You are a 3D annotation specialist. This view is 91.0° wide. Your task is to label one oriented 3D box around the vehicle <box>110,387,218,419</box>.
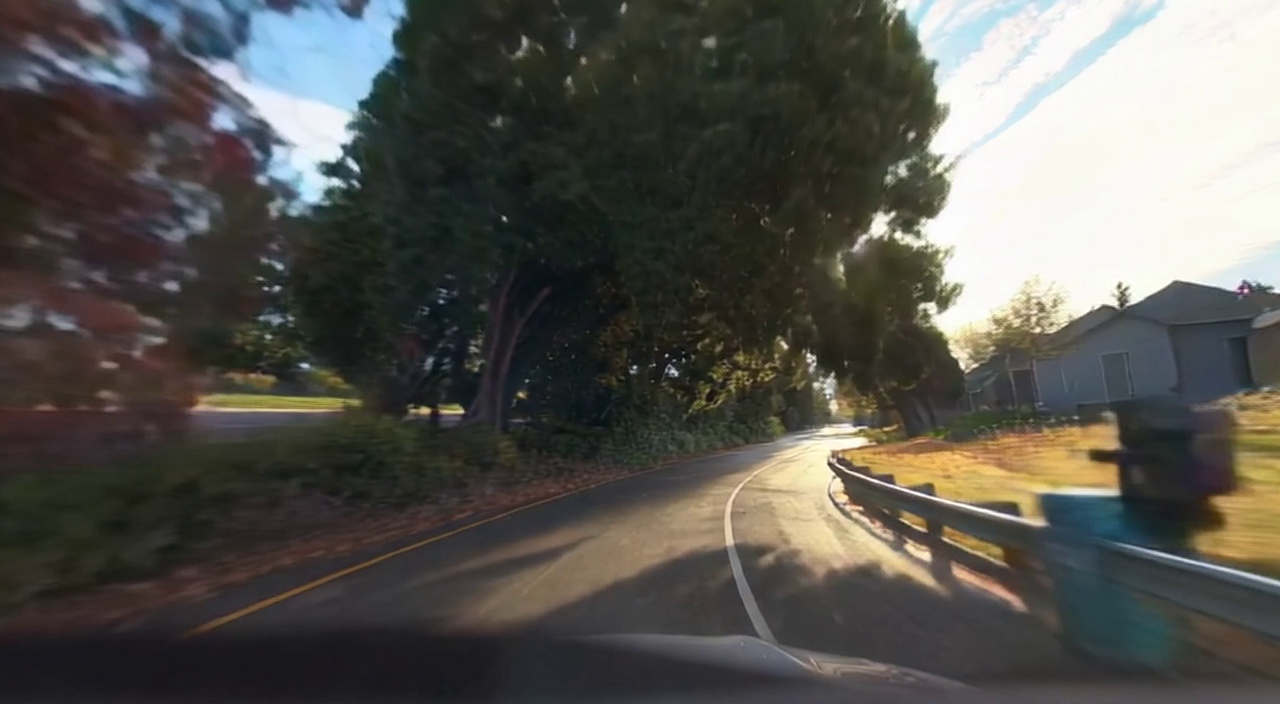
[{"bbox_3d":[-34.696,3.789,46.071,2.424,2.051,5.709,-6,-8,28],"label":"vehicle"}]
